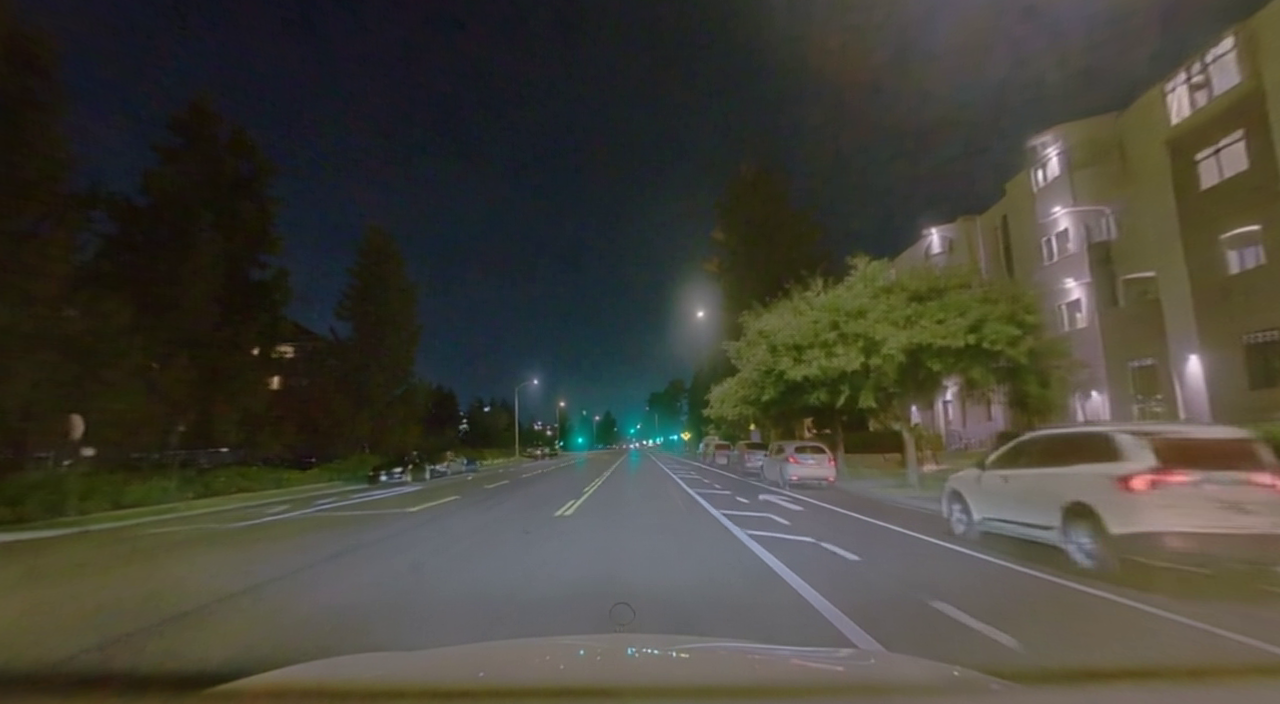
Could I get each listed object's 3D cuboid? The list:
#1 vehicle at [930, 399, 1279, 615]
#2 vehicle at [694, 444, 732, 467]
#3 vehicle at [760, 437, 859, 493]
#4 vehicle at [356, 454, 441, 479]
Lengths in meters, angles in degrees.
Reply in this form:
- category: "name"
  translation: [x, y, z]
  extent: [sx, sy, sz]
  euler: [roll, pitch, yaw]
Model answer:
- category: "vehicle"
  translation: [5.316, 1.535, 7.176]
  extent: [1.990, 1.694, 4.179]
  euler: [0, -8, -1]
- category: "vehicle"
  translation: [4.841, 6.873, 42.293]
  extent: [1.935, 1.433, 4.241]
  euler: [0, -8, -1]
- category: "vehicle"
  translation: [5.139, 3.460, 19.721]
  extent: [1.837, 1.532, 3.886]
  euler: [0, -8, -3]
- category: "vehicle"
  translation: [-15.868, 7.540, 41.714]
  extent: [4.826, 1.491, 2.086]
  euler: [0, -8, -3]
